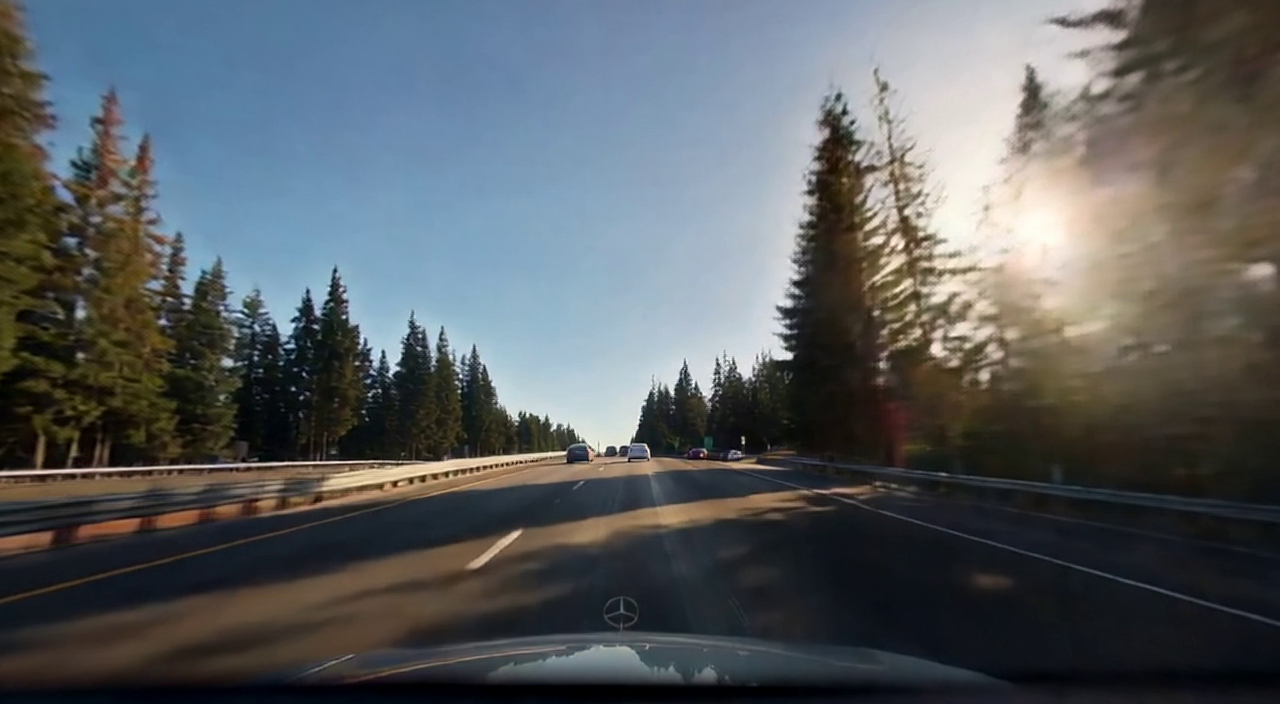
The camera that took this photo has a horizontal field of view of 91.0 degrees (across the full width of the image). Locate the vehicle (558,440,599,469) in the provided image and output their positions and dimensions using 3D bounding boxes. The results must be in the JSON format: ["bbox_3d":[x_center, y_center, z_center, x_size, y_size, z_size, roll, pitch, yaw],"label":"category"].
[{"bbox_3d":[-3.900,6.603,40.626,2.130,1.741,4.665,0,-8,1],"label":"vehicle"}]

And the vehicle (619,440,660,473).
[{"bbox_3d":[-0.034,5.673,34.420,2.130,1.684,3.826,0,-8,0],"label":"vehicle"}]
